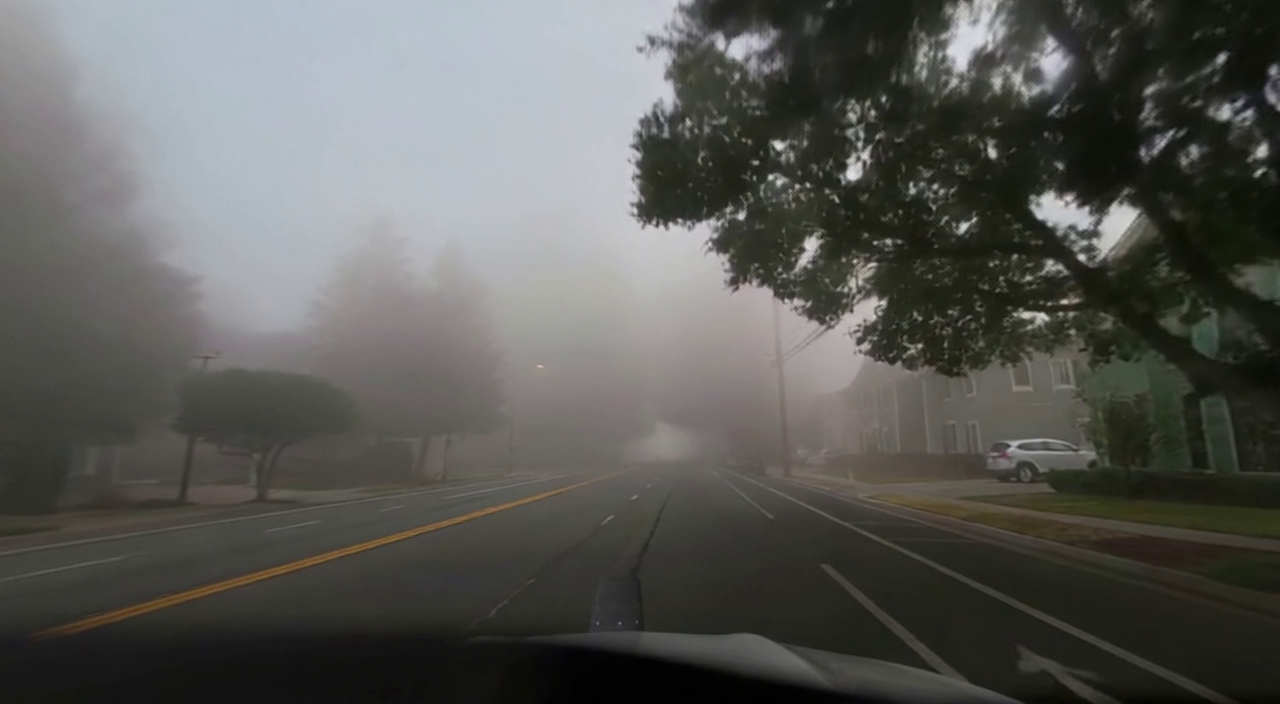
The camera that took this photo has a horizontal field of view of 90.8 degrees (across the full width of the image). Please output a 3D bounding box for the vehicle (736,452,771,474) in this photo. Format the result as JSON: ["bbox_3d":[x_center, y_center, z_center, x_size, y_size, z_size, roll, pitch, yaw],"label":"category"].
[{"bbox_3d":[8.391,8.265,47.076,1.971,1.558,4.895,0,-10,4],"label":"vehicle"}]

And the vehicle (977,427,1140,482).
[{"bbox_3d":[15.805,3.873,24.071,4.682,1.956,2.001,-1,-7,3],"label":"vehicle"}]
